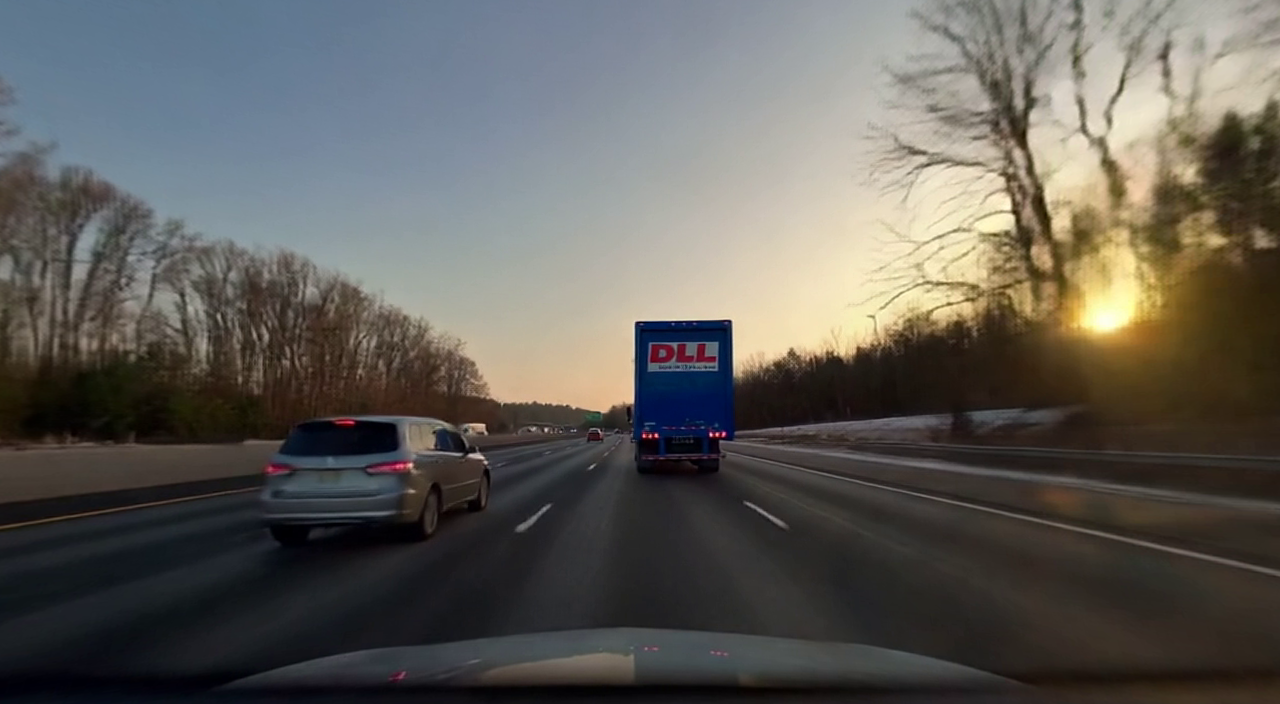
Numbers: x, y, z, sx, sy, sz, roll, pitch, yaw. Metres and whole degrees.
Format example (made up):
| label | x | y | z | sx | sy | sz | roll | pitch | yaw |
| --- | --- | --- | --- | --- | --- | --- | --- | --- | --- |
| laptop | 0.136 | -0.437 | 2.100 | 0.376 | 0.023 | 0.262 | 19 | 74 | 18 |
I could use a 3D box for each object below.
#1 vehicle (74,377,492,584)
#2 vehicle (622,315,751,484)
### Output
| label | x | y | z | sx | sy | sz | roll | pitch | yaw |
| --- | --- | --- | --- | --- | --- | --- | --- | --- | --- |
| vehicle | -3.706 | 1.457 | 8.112 | 2.394 | 1.787 | 5.186 | 0 | -8 | -1 |
| vehicle | 1.018 | 1.745 | 20.153 | 3.011 | 4.211 | 8.926 | 0 | -8 | -3 |
